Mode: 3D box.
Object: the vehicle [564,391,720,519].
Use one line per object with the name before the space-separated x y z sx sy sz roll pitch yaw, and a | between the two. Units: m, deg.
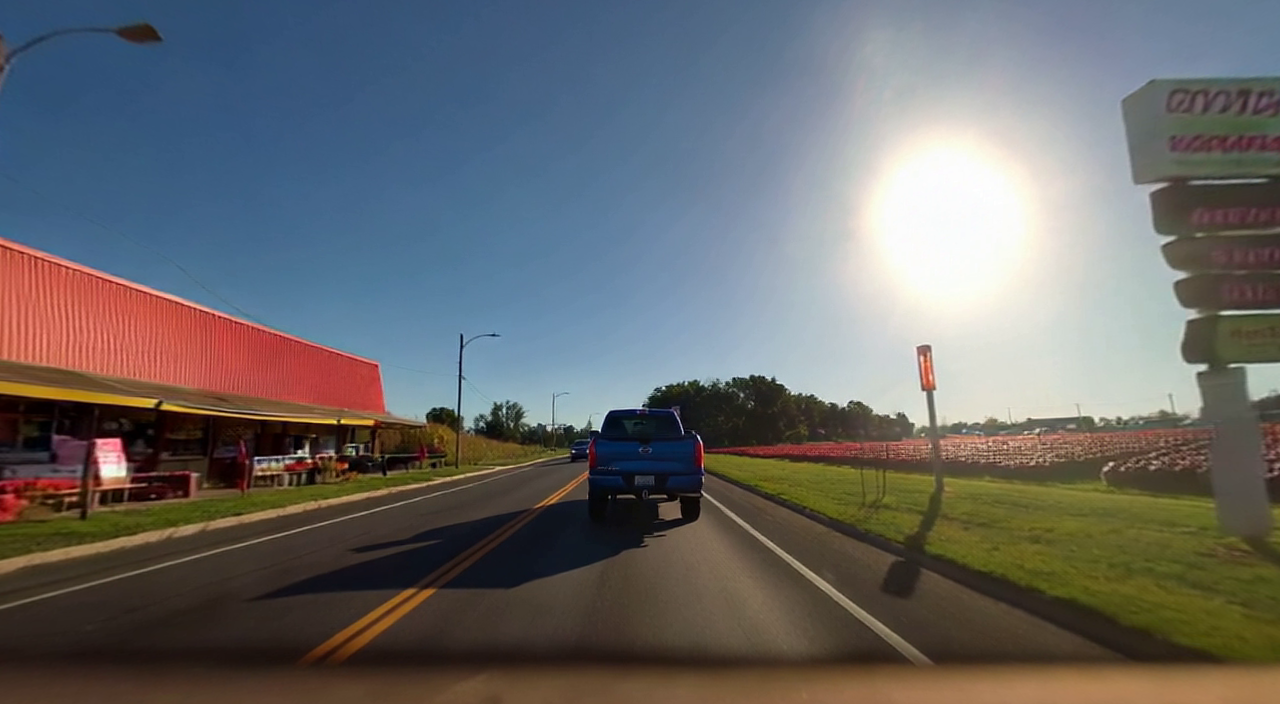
vehicle | -0.045 2.223 14.018 2.693 2.223 5.885 0 -8 -2
